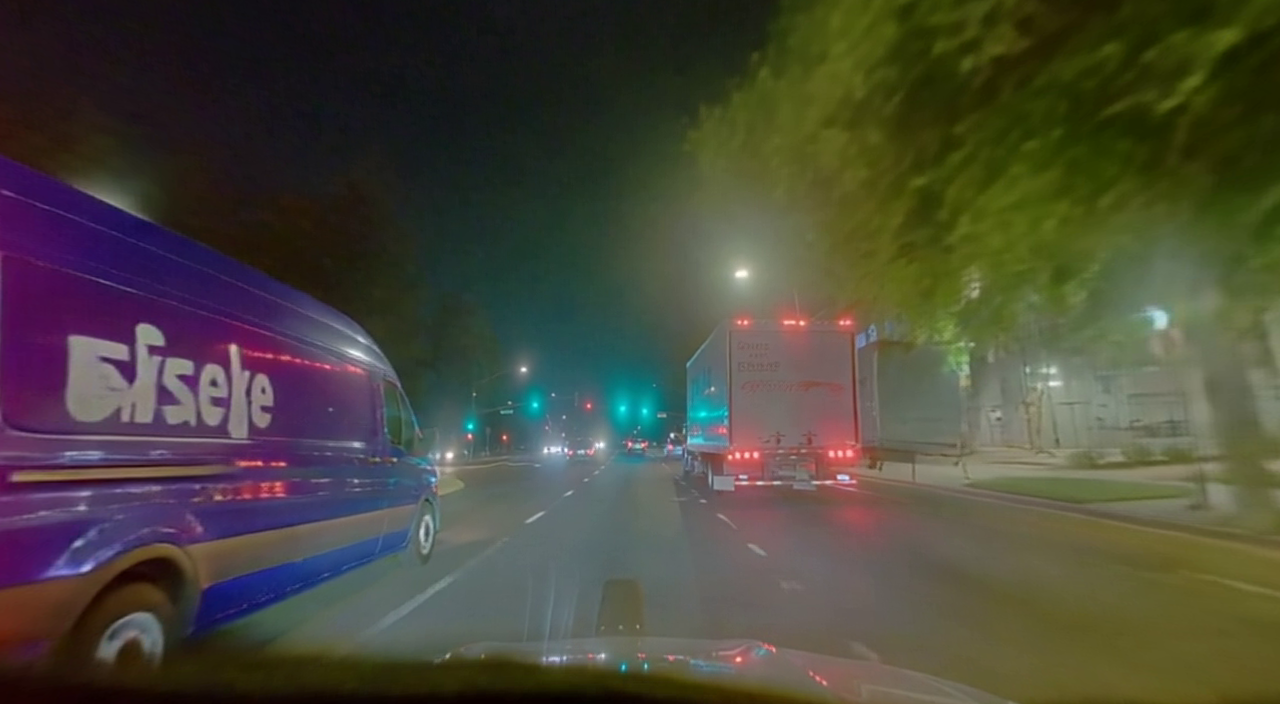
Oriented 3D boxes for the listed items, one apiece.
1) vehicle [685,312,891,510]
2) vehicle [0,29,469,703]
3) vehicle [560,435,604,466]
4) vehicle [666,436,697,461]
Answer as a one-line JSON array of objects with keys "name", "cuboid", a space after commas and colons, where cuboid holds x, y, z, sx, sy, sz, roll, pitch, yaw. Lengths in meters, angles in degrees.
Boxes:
[{"name": "vehicle", "cuboid": [2.960, 1.757, 16.215, 2.861, 3.525, 9.858, 0, -9, 0]}, {"name": "vehicle", "cuboid": [-3.464, 0.622, 4.684, 2.443, 2.784, 6.493, 0, -9, 1]}, {"name": "vehicle", "cuboid": [-3.618, 6.277, 40.321, 2.356, 1.766, 5.674, 0, -9, -1]}, {"name": "vehicle", "cuboid": [2.831, 6.729, 43.894, 1.869, 1.616, 4.346, 0, -9, 0]}]
